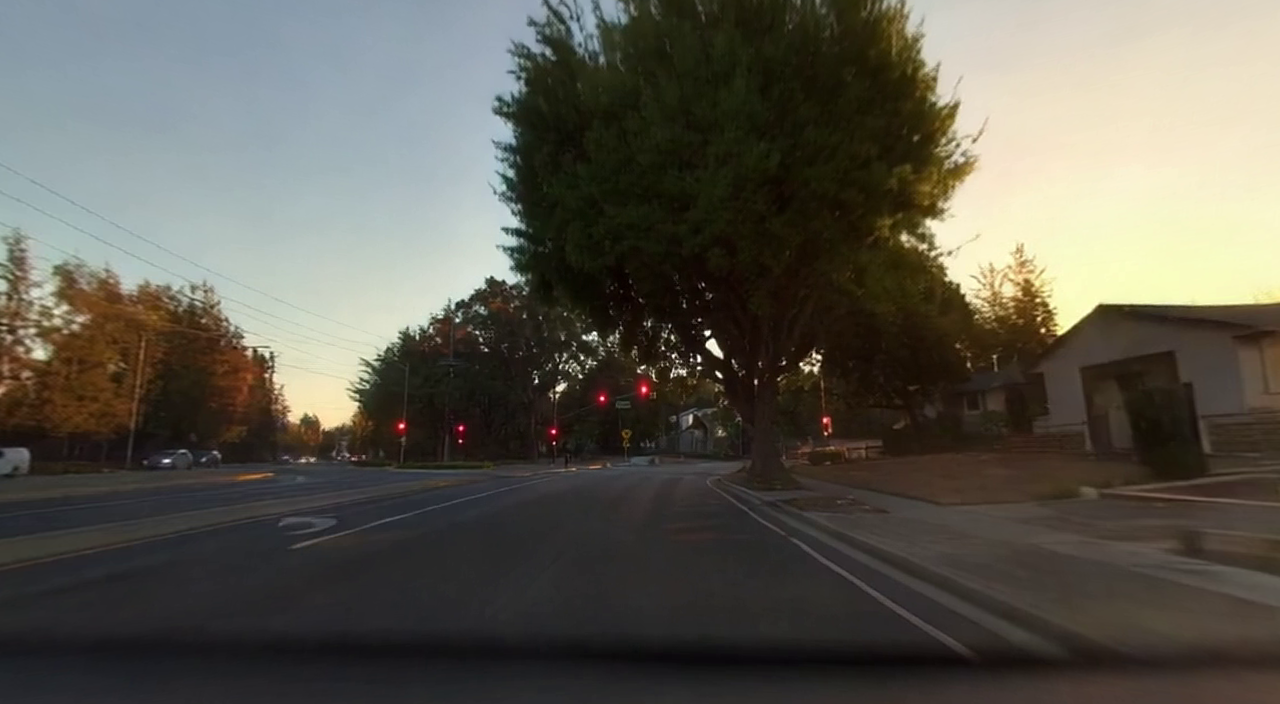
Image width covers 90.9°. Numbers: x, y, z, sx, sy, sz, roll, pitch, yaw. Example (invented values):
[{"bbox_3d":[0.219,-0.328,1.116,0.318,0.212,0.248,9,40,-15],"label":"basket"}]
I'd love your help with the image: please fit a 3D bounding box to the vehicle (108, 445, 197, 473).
[{"bbox_3d":[-33.365,7.321,43.357,1.913,1.779,4.959,-1,-9,4],"label":"vehicle"}]
